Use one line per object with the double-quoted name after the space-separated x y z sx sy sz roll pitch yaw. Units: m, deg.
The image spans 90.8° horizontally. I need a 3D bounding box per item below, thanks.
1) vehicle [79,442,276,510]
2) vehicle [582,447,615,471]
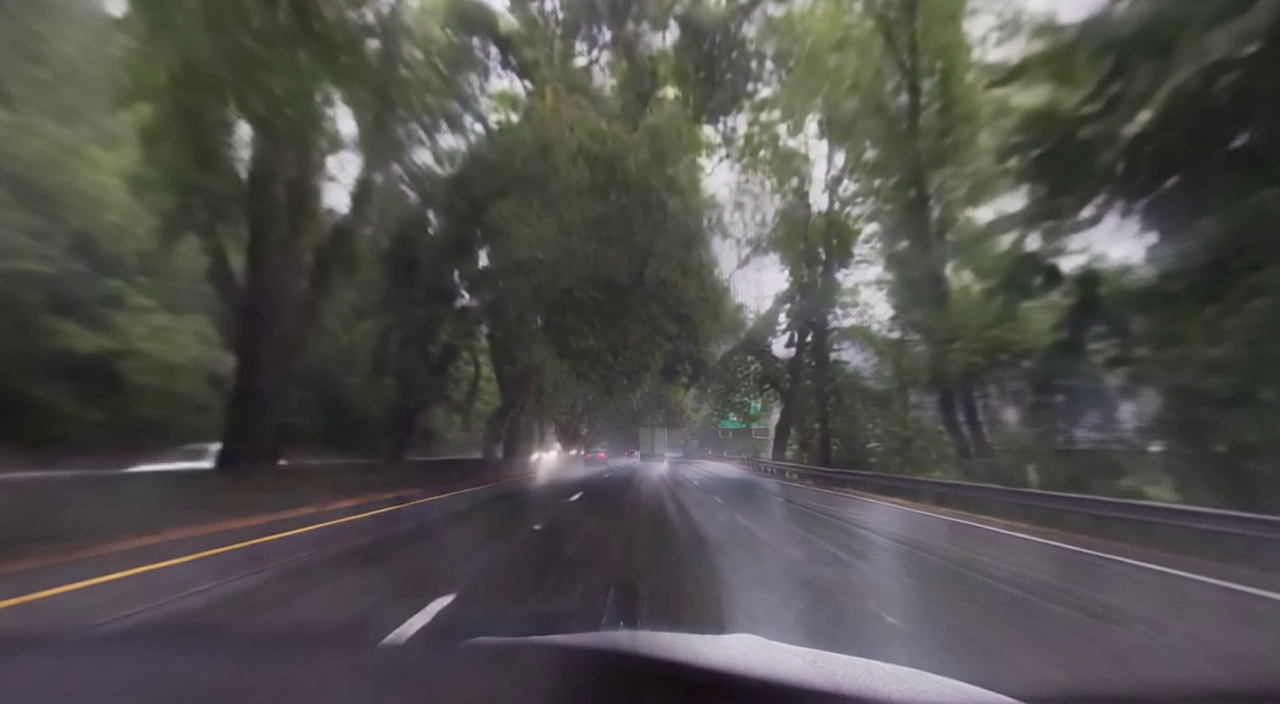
-11.848 3.180 16.631 1.961 1.550 4.218 0 -9 0 "vehicle"
-3.001 7.821 46.307 2.057 1.618 4.212 0 -9 1 "vehicle"
